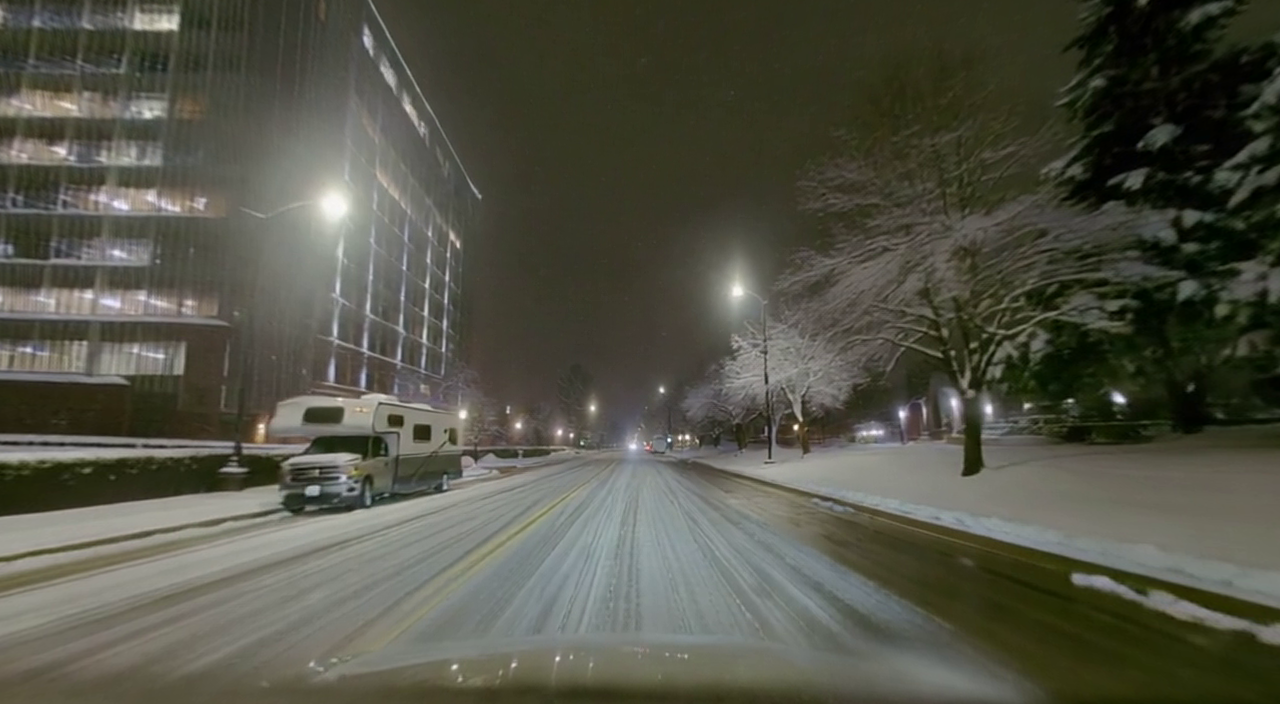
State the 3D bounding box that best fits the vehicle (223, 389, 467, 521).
[{"bbox_3d":[-7.349,2.748,17.425,3.108,2.771,7.999,0,-8,-2],"label":"vehicle"}]
